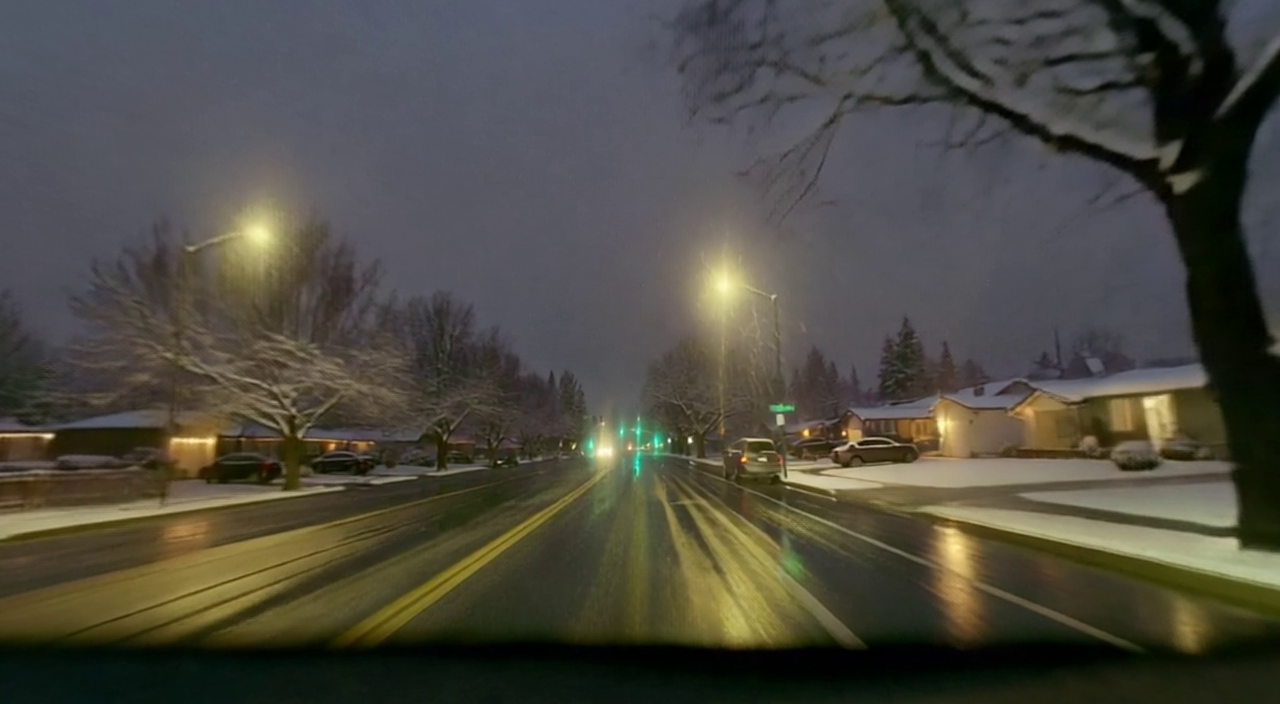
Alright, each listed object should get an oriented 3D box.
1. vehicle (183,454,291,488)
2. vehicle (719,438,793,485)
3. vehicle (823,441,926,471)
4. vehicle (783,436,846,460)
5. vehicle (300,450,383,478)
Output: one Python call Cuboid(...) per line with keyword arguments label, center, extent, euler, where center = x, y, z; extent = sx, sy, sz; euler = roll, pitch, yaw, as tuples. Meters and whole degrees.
Cuboid(label="vehicle", center=(-21.140, 6.242, 33.284), extent=(4.272, 1.688, 1.990), euler=(0, -9, -1))
Cuboid(label="vehicle", center=(4.839, 4.669, 27.148), extent=(2.196, 1.801, 4.778), euler=(0, -9, -1))
Cuboid(label="vehicle", center=(12.143, 5.414, 32.889), extent=(4.577, 1.490, 1.903), euler=(0, -8, 0))
Cuboid(label="vehicle", center=(13.584, 7.526, 49.232), extent=(4.577, 1.770, 2.006), euler=(-3, -9, 18))
Cuboid(label="vehicle", center=(-20.674, 7.740, 43.893), extent=(4.698, 1.862, 2.116), euler=(-1, -9, 2))
